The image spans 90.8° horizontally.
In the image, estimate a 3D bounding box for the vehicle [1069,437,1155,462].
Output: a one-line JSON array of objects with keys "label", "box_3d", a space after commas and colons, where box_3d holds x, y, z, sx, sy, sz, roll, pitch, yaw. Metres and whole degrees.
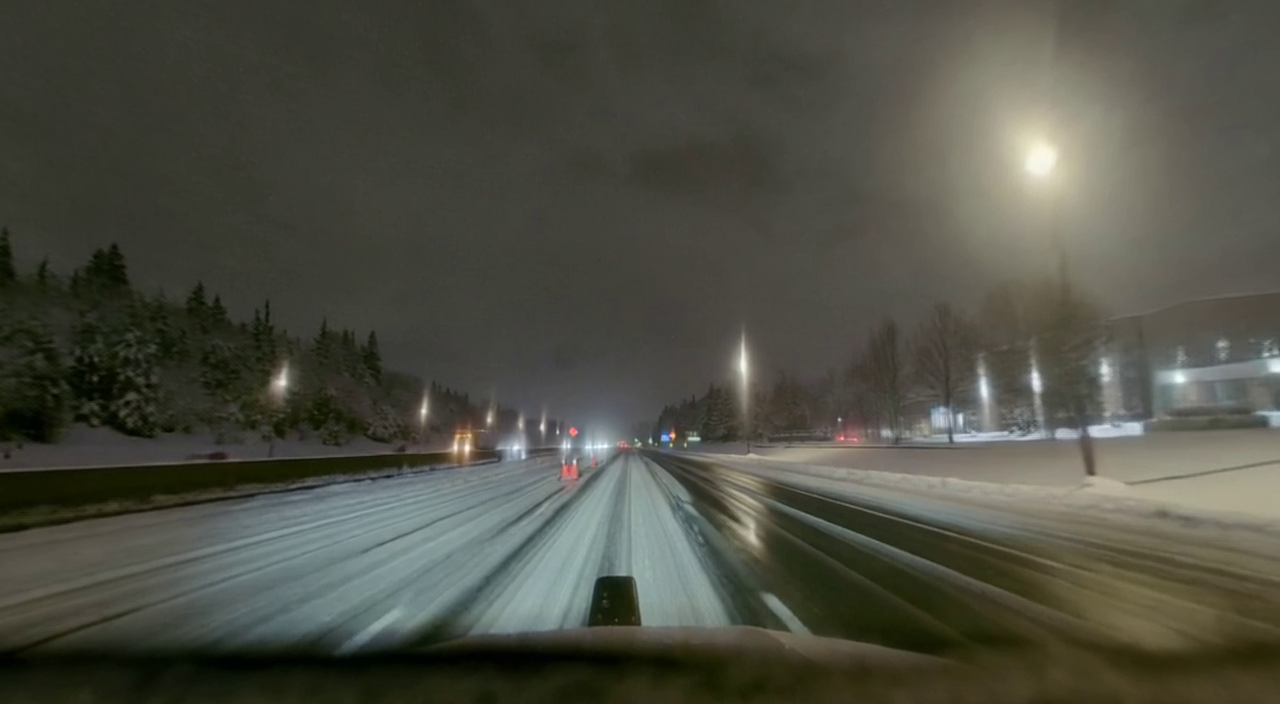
[{"label": "vehicle", "box_3d": [30.345, 6.269, 40.682, 4.050, 1.484, 1.837, -1, -9, 0]}]
